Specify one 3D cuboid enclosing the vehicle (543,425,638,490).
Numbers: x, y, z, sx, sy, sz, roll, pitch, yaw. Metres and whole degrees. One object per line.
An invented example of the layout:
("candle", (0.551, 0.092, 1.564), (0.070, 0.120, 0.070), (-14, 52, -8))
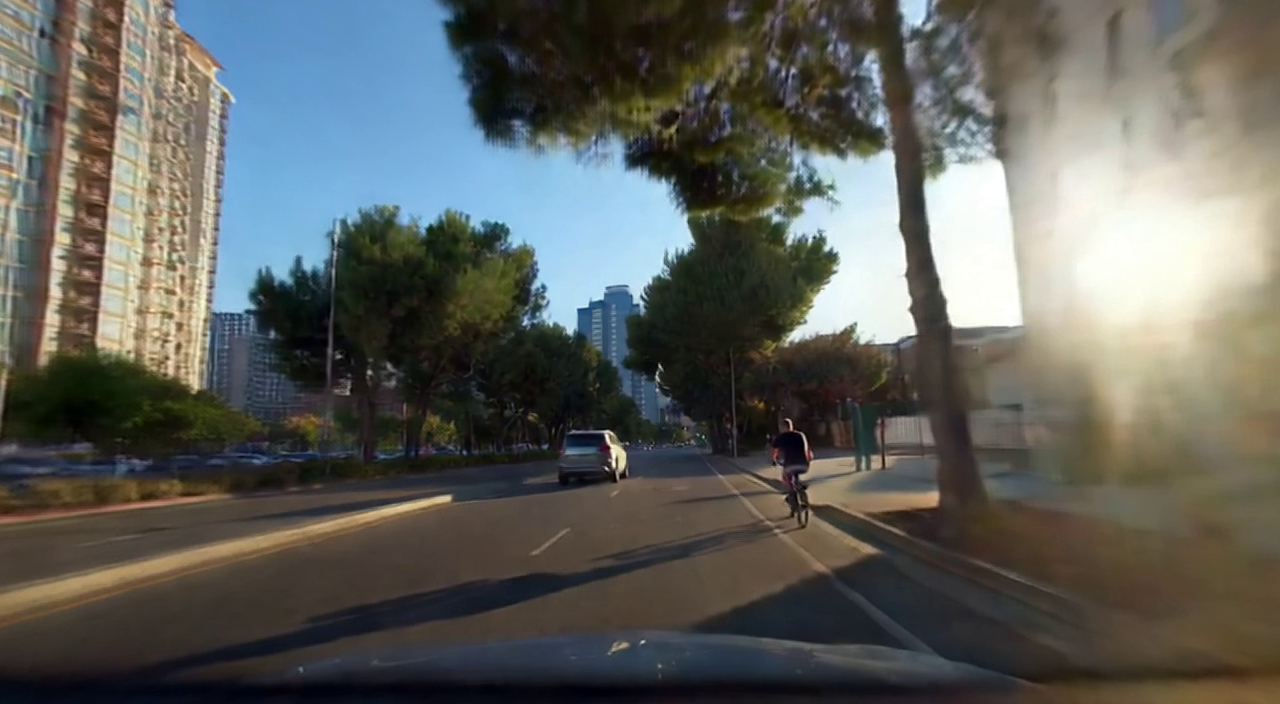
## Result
("vehicle", (-1.461, 3.458, 20.987), (2.294, 1.859, 5.127), (-1, -9, 5))
